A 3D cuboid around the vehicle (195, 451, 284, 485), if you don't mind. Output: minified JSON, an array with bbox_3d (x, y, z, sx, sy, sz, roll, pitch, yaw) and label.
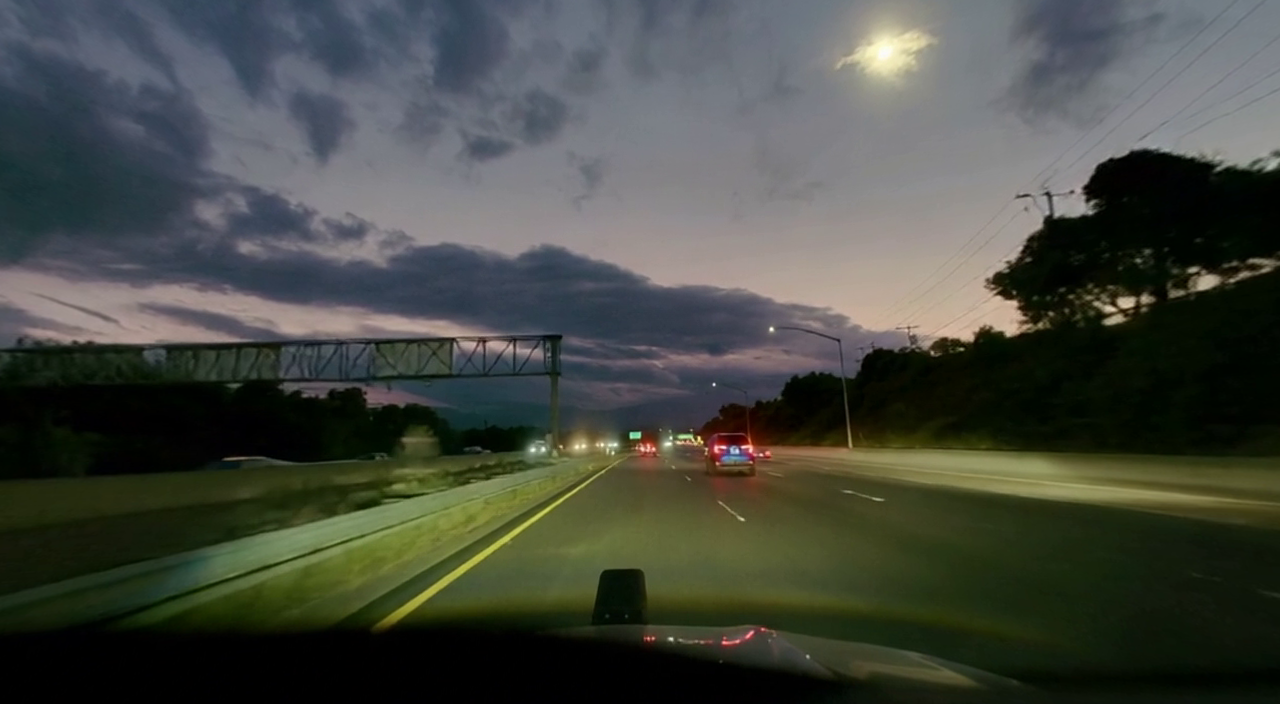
[{"bbox_3d":[-22.864,6.612,36.255,1.948,1.729,4.767,0,-8,1],"label":"vehicle"}]

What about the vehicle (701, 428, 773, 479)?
[{"bbox_3d":[3.715,3.986,25.073,2.120,1.832,4.287,0,-8,-1],"label":"vehicle"}]

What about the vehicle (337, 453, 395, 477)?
[{"bbox_3d":[-18.888,7.790,43.746,1.957,1.474,4.535,0,-8,1],"label":"vehicle"}]
